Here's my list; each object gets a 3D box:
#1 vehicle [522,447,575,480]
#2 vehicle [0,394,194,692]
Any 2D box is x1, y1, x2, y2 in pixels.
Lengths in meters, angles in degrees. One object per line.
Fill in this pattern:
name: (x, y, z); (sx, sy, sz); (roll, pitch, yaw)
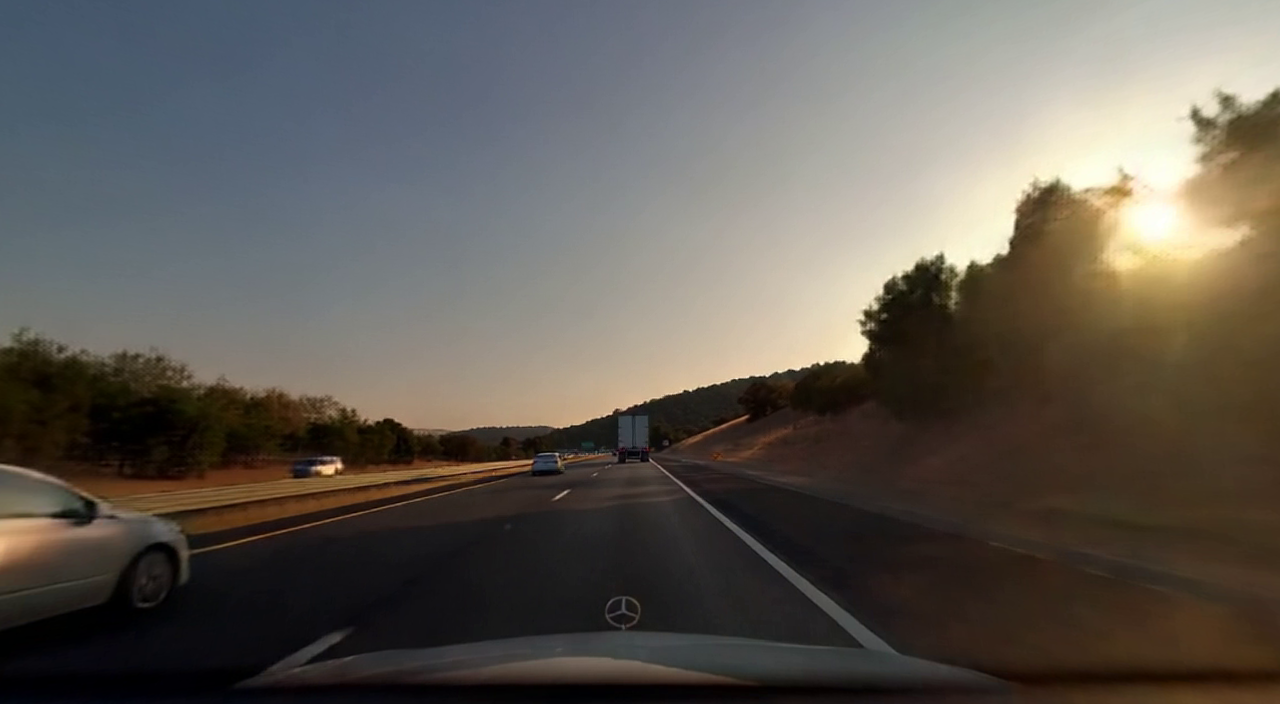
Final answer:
vehicle: (-4.449, 5.460, 31.141); (1.978, 1.507, 4.062); (0, -9, 0)
vehicle: (-4.523, 0.949, 2.779); (1.991, 1.618, 4.211); (0, -9, 0)
